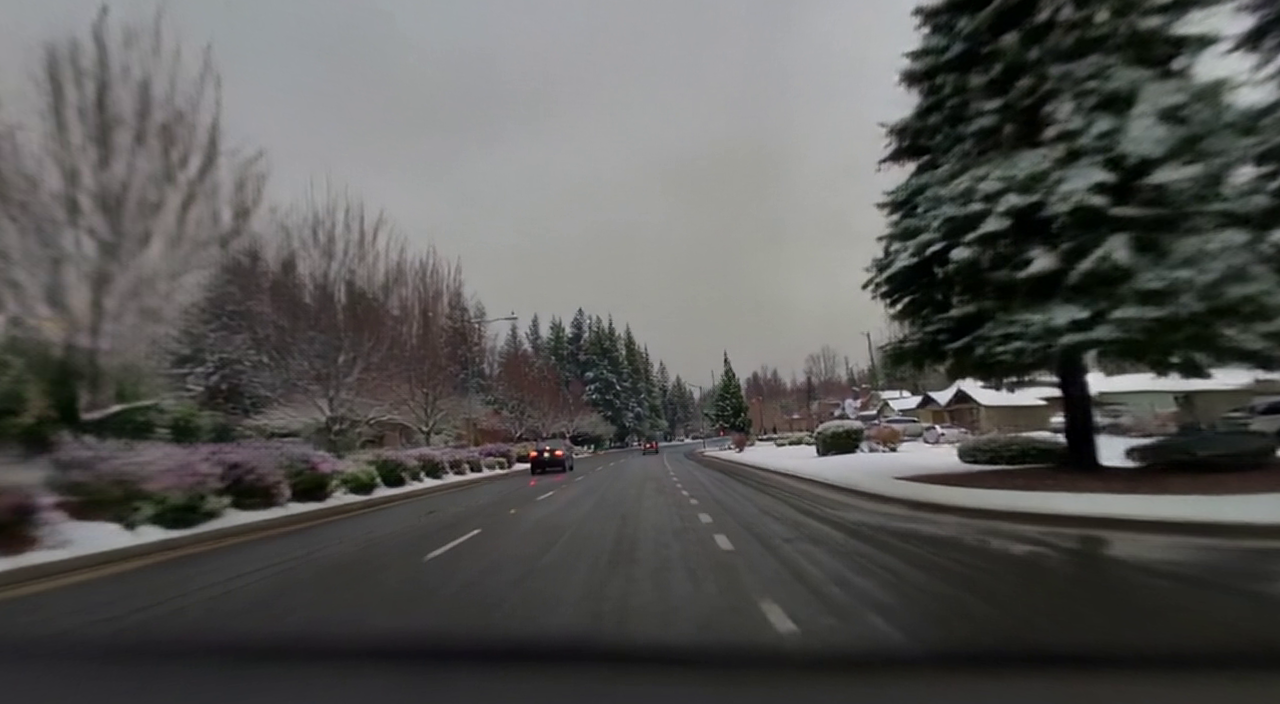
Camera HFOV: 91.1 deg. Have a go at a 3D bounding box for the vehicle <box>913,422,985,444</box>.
[{"bbox_3d":[21.856,5.770,44.572,4.168,1.489,1.768,0,-7,8],"label":"vehicle"}]

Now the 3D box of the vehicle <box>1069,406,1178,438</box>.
[{"bbox_3d":[24.943,3.640,32.517,3.956,1.565,1.886,-1,-8,4],"label":"vehicle"}]

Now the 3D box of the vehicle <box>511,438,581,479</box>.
[{"bbox_3d":[-3.703,4.283,25.583,2.036,1.478,4.508,0,-8,1],"label":"vehicle"}]
